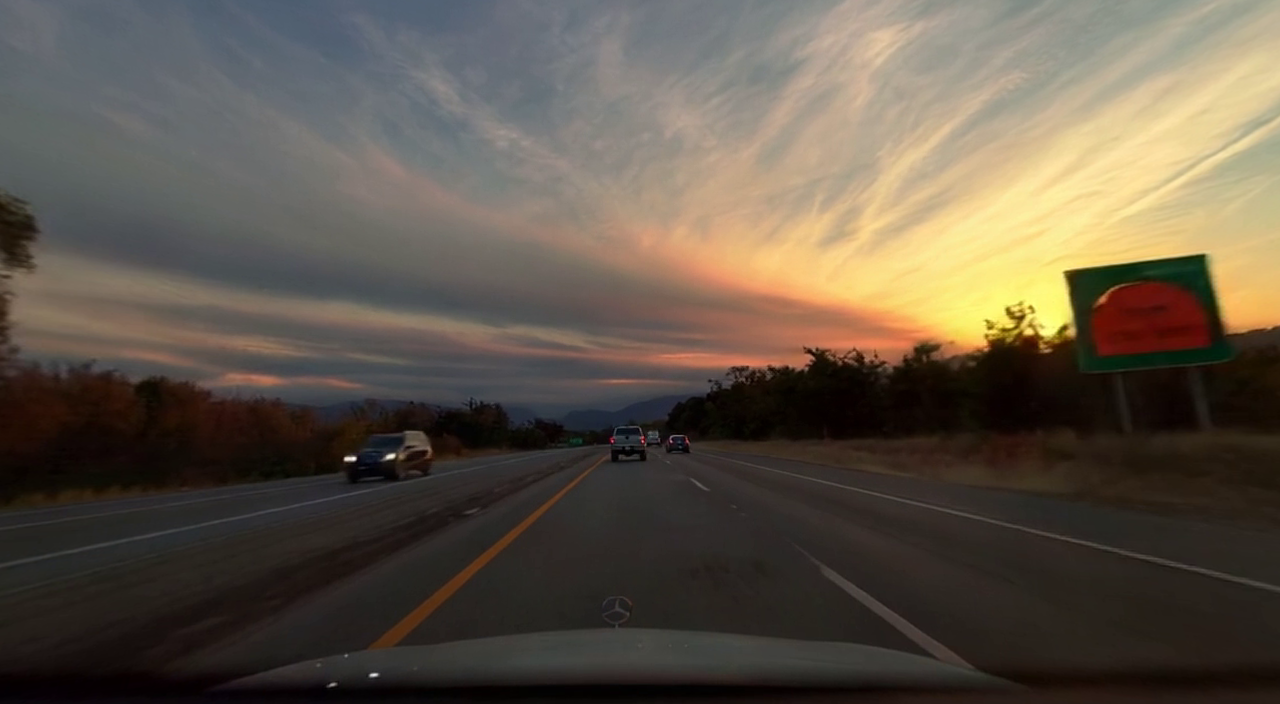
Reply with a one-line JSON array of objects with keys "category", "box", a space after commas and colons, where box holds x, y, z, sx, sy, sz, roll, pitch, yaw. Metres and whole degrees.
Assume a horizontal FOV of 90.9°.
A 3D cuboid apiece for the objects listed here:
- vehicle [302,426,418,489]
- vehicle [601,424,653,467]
[{"category": "vehicle", "box": [-9.314, 3.509, 21.431, 1.957, 1.894, 4.375, 0, -8, -1]}, {"category": "vehicle", "box": [-0.700, 4.854, 32.973, 2.503, 2.044, 4.633, 0, -8, -2]}]
